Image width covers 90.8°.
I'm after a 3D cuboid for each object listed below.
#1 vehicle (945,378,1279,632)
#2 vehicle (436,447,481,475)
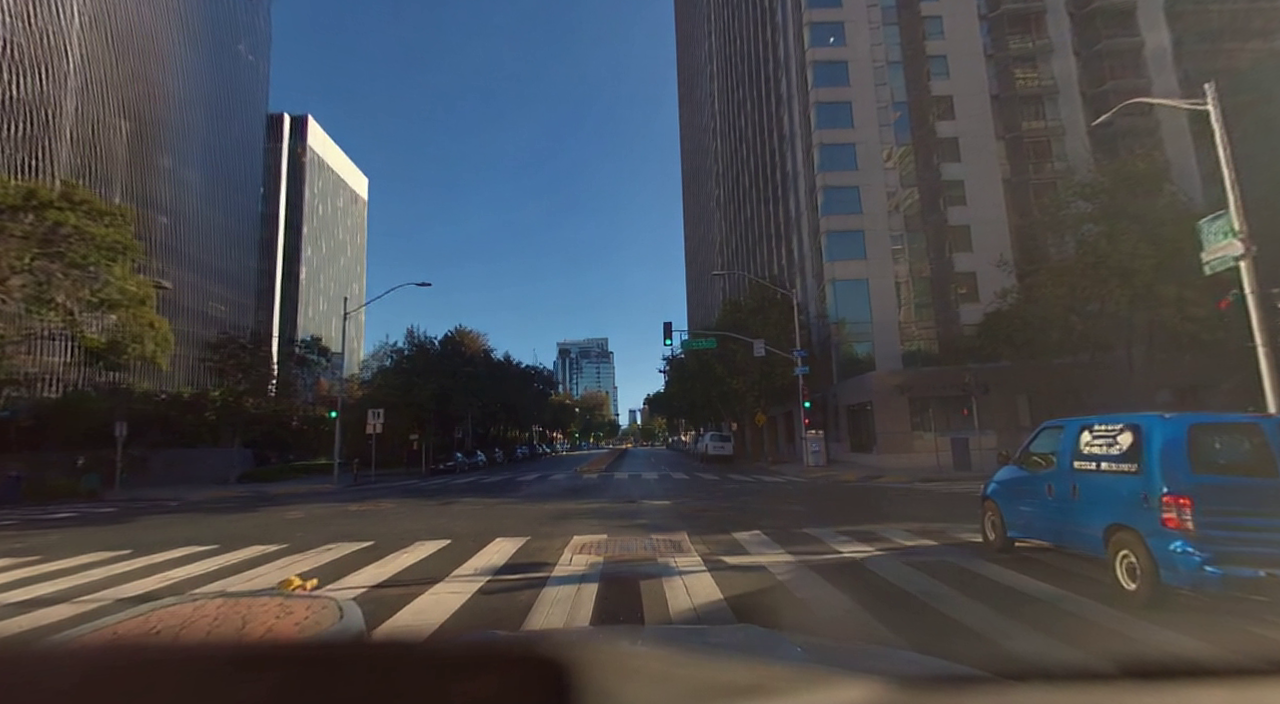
[{"bbox_3d":[5.595,1.435,6.896,2.070,1.804,4.881,0,-8,0],"label":"vehicle"},{"bbox_3d":[-12.414,7.451,43.419,1.935,1.639,4.244,-3,-8,-2],"label":"vehicle"}]
